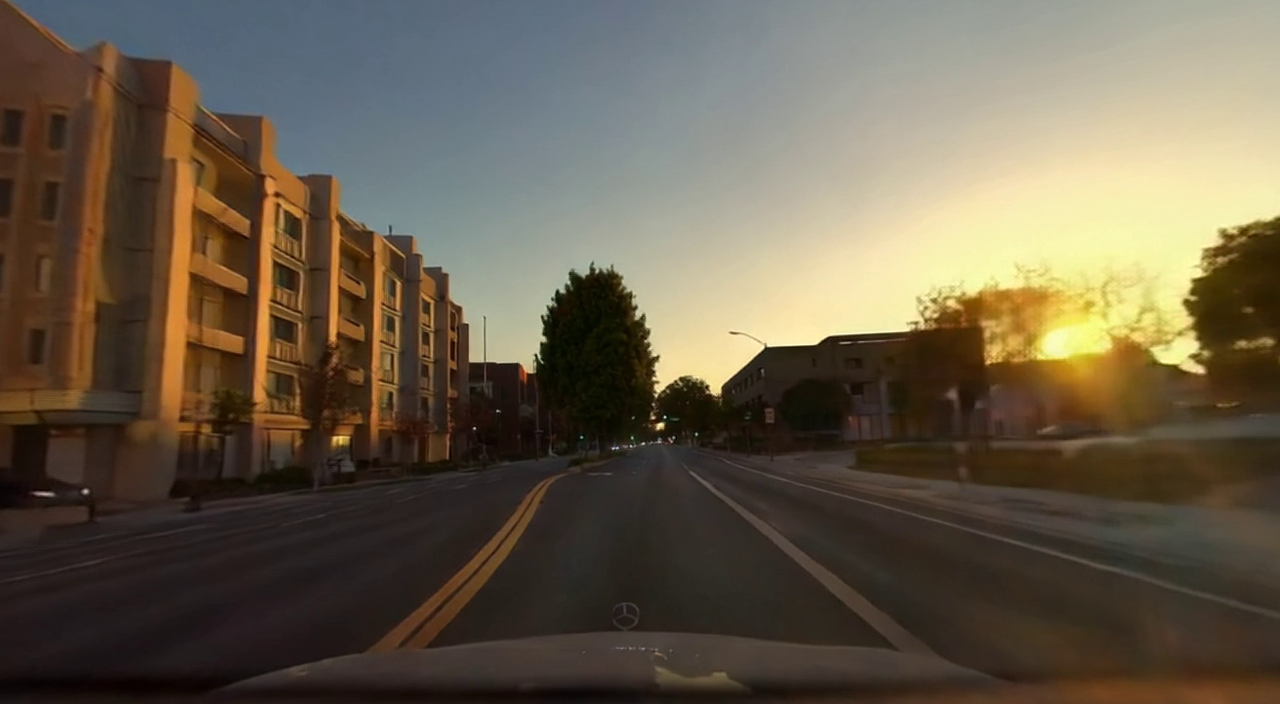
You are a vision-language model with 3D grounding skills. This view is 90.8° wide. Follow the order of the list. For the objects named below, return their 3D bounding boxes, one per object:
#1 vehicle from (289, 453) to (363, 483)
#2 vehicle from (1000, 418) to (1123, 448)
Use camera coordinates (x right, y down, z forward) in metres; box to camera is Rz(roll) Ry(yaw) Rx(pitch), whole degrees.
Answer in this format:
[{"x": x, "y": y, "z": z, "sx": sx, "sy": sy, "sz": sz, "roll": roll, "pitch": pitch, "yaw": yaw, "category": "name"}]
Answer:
[{"x": -20.403, "y": 7.528, "z": 41.278, "sx": 2.030, "sy": 1.759, "sz": 4.949, "roll": -1, "pitch": -9, "yaw": 4, "category": "vehicle"}, {"x": 20.483, "y": 3.996, "z": 30.868, "sx": 4.621, "sy": 1.393, "sz": 1.824, "roll": -1, "pitch": -9, "yaw": 4, "category": "vehicle"}]
